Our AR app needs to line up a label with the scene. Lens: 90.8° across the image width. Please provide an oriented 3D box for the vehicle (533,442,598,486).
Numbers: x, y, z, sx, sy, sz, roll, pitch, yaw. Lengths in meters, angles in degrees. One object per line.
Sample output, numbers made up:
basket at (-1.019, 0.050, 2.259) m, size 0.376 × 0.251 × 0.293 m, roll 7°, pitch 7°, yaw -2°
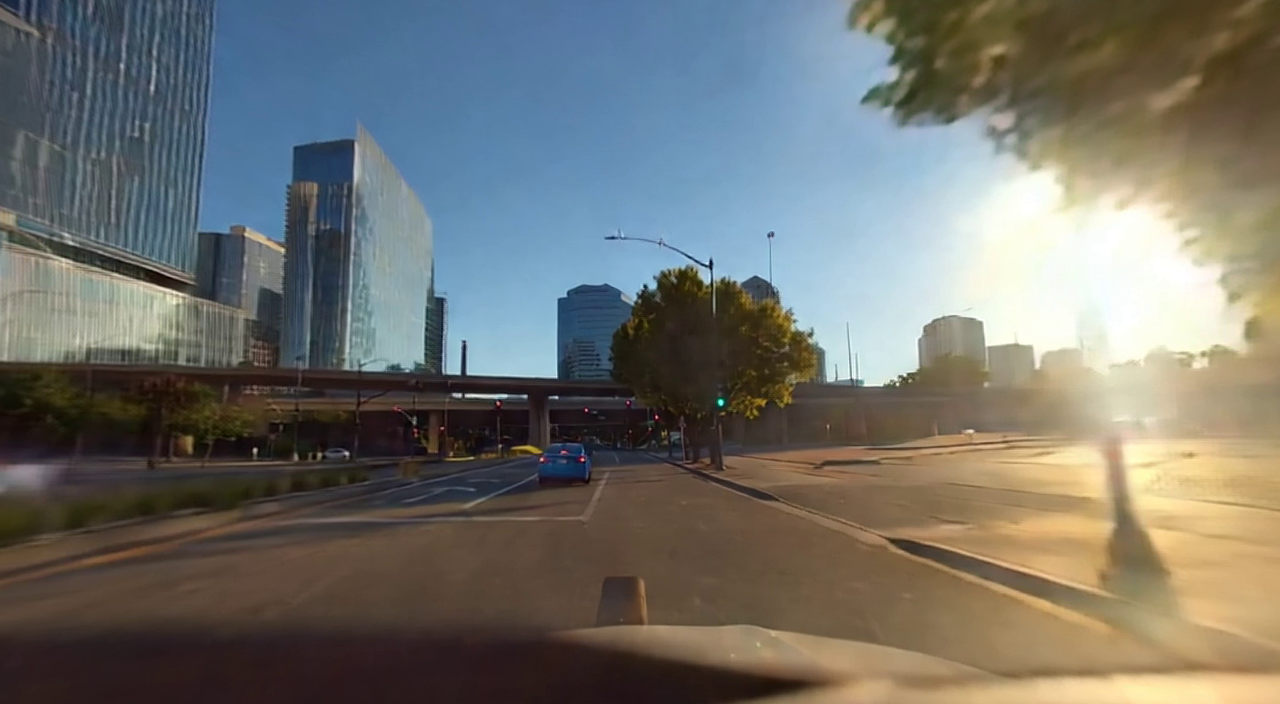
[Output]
vehicle at (-2.670, 4.152, 23.744) m, size 2.154 × 1.465 × 4.532 m, roll 0°, pitch -9°, yaw -3°
